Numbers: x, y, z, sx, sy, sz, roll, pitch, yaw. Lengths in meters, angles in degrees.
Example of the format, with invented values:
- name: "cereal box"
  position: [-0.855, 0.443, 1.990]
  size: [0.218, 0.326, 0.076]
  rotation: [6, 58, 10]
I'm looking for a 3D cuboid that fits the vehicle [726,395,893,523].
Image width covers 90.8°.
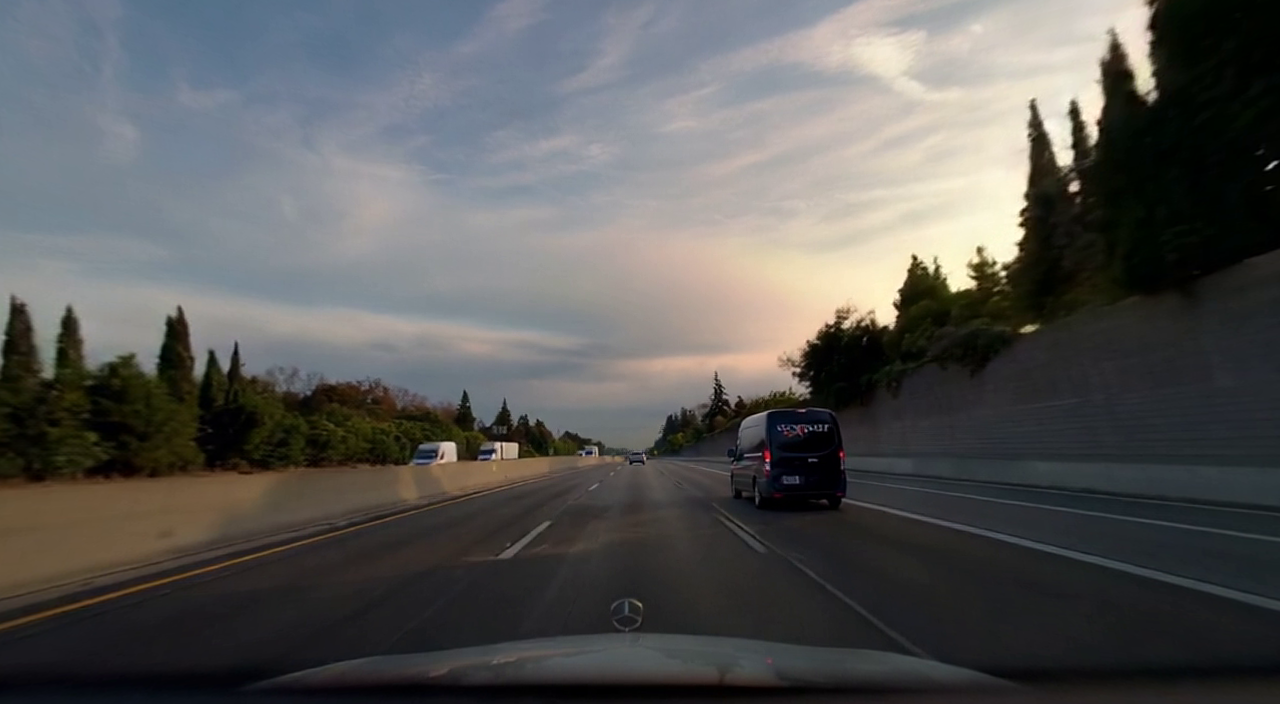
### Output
- name: "vehicle"
  position: [3.805, 2.606, 15.677]
  size: [2.373, 2.561, 5.922]
  rotation: [0, -9, -1]

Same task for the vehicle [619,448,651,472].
- name: "vehicle"
  position: [-0.338, 7.851, 45.942]
  size: [2.168, 1.653, 4.307]
  rotation: [0, -9, 0]

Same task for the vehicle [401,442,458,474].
- name: "vehicle"
  position: [-15.779, 7.989, 47.720]
  size: [2.275, 2.221, 5.772]
  rotation: [0, -9, 0]
